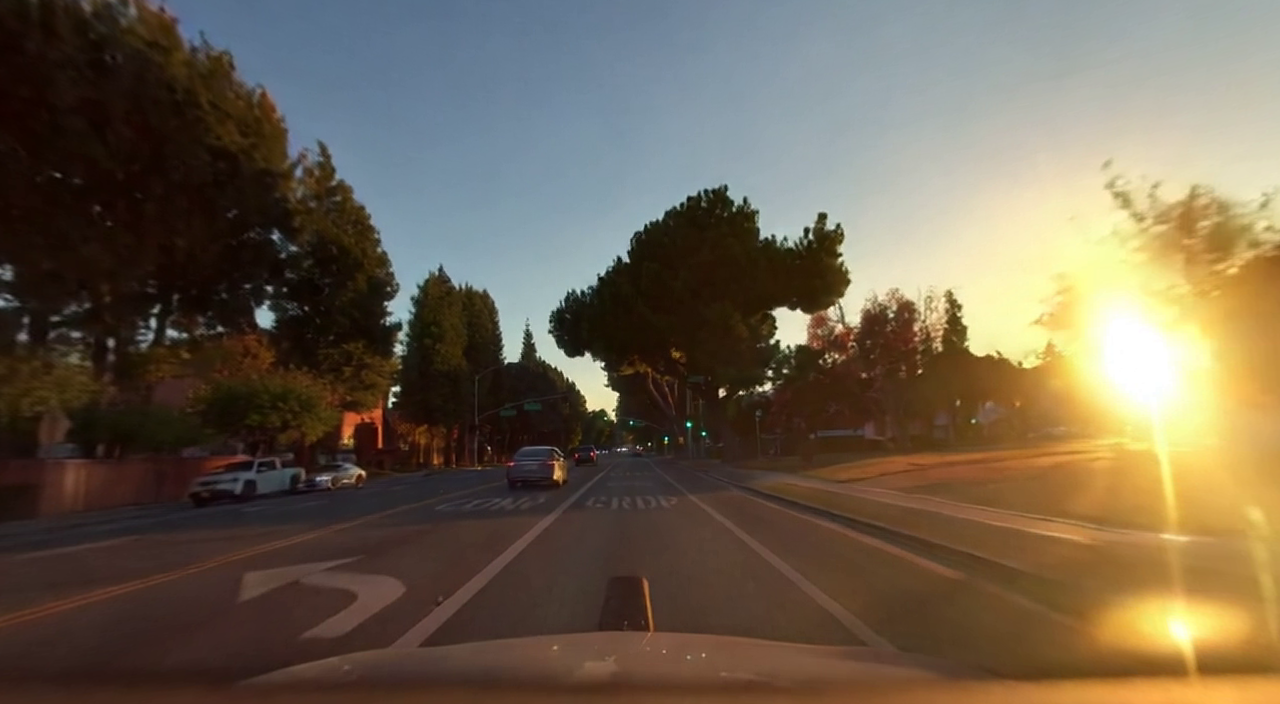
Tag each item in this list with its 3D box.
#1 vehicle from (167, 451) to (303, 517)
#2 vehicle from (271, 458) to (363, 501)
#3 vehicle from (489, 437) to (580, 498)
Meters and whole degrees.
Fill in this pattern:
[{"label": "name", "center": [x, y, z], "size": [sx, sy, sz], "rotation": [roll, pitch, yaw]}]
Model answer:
[{"label": "vehicle", "center": [-14.228, 4.584, 22.568], "size": [1.972, 1.887, 4.777], "rotation": [-2, -8, -4]}, {"label": "vehicle", "center": [-14.391, 5.675, 28.399], "size": [1.860, 1.490, 4.542], "rotation": [-3, -7, -1]}, {"label": "vehicle", "center": [-3.247, 3.674, 20.457], "size": [2.084, 1.701, 4.734], "rotation": [0, -9, 0]}]
